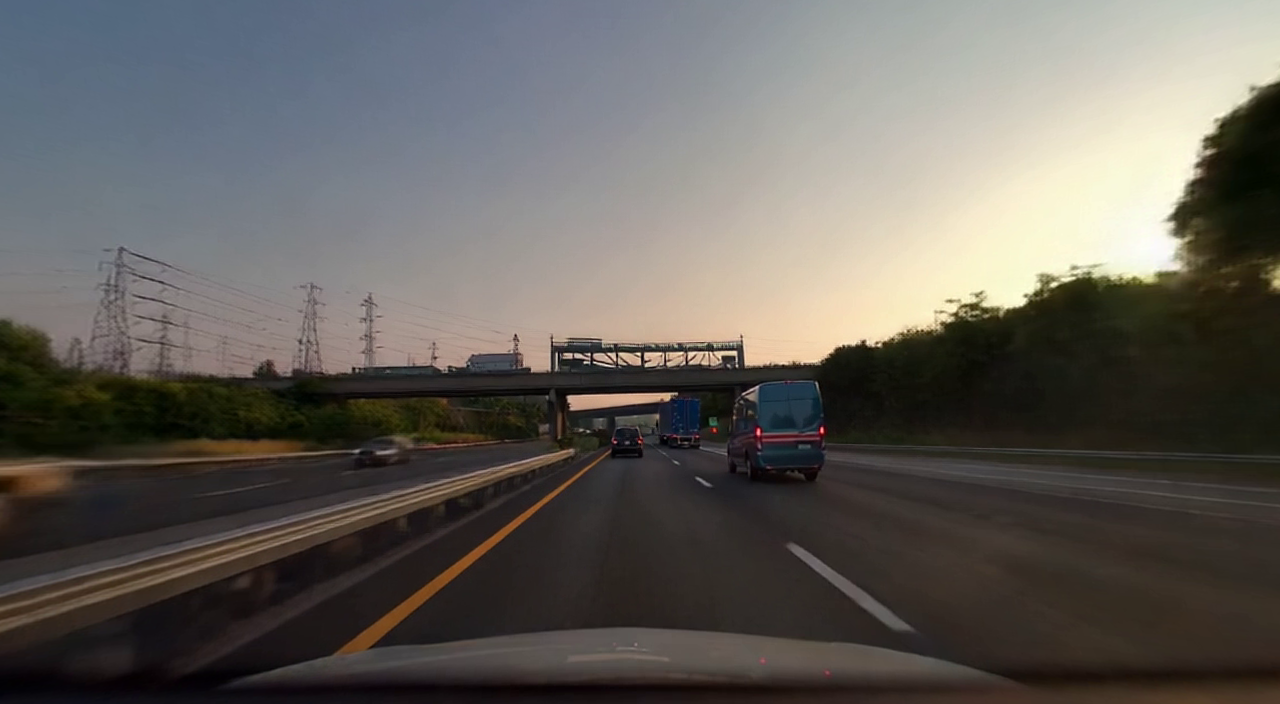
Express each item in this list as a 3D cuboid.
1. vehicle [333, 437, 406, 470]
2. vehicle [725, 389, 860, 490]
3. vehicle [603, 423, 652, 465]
[{"bbox_3d":[-13.186,4.934,30.958,1.842,1.486,3.971,0,-8,0],"label":"vehicle"},{"bbox_3d":[4.163,2.550,18.453,2.387,2.506,5.374,0,-8,-2],"label":"vehicle"},{"bbox_3d":[-0.569,4.185,28.747,2.073,1.750,4.116,0,-8,-1],"label":"vehicle"}]
